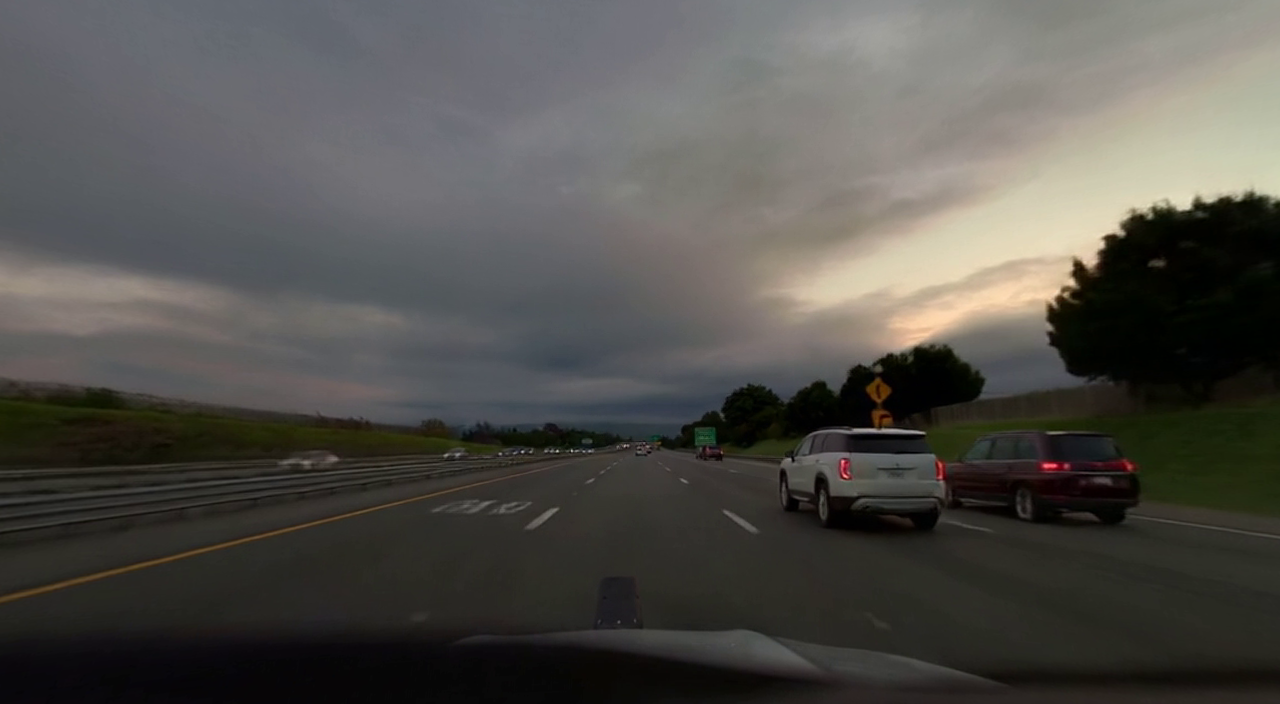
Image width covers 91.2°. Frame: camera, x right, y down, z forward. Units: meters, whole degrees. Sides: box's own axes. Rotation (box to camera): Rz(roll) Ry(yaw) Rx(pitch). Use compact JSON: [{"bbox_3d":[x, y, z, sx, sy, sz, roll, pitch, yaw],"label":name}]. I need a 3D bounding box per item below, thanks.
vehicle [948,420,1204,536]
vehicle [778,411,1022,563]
[{"bbox_3d":[7.781,2.264,11.758,1.898,1.798,3.805,0,-9,-2],"label":"vehicle"},{"bbox_3d":[3.482,1.887,9.397,1.784,1.733,4.141,0,-9,-1],"label":"vehicle"}]
